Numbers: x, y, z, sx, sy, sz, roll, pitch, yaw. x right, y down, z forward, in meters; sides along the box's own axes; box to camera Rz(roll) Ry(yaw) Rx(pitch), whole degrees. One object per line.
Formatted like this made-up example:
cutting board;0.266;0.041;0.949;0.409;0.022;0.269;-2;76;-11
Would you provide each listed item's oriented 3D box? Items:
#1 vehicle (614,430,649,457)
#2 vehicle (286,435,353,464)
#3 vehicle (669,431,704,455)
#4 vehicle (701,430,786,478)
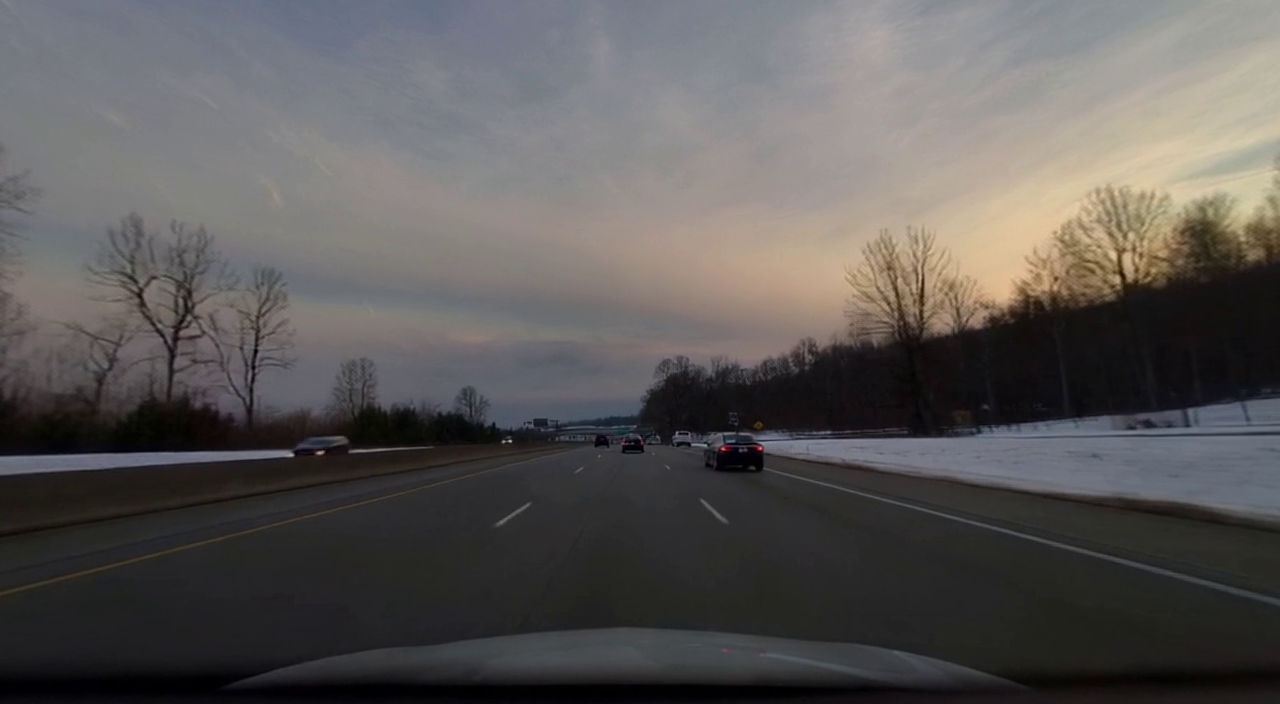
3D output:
vehicle;-0.614;6.001;41.343;2.182;1.680;4.253;0;-8;-1
vehicle;-21.130;6.424;41.637;1.948;1.771;4.651;0;-8;0
vehicle;3.304;6.592;45.581;2.098;1.677;4.275;0;-8;-2
vehicle;3.493;3.539;22.179;2.056;1.479;4.660;0;-8;-2
